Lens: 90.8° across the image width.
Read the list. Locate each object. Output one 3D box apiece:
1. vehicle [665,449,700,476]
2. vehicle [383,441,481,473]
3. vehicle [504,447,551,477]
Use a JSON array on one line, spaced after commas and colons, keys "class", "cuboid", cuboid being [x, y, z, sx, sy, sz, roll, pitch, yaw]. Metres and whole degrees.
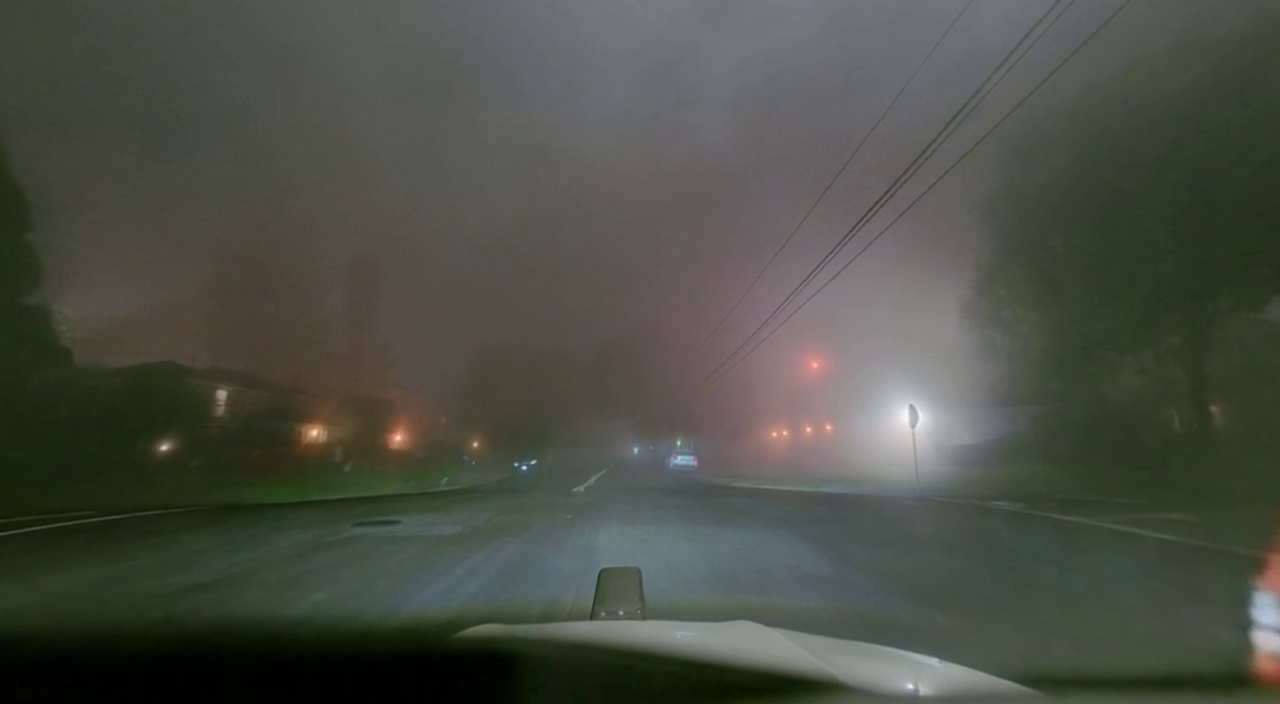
[{"class": "vehicle", "cuboid": [2.689, 7.147, 41.050, 1.896, 1.602, 4.571, 0, -9, -1]}, {"class": "vehicle", "cuboid": [-15.765, 7.998, 48.252, 6.526, 2.046, 2.522, 3, -9, -2]}, {"class": "vehicle", "cuboid": [-7.638, 7.574, 43.475, 2.266, 1.877, 5.167, -1, -10, 0]}]
